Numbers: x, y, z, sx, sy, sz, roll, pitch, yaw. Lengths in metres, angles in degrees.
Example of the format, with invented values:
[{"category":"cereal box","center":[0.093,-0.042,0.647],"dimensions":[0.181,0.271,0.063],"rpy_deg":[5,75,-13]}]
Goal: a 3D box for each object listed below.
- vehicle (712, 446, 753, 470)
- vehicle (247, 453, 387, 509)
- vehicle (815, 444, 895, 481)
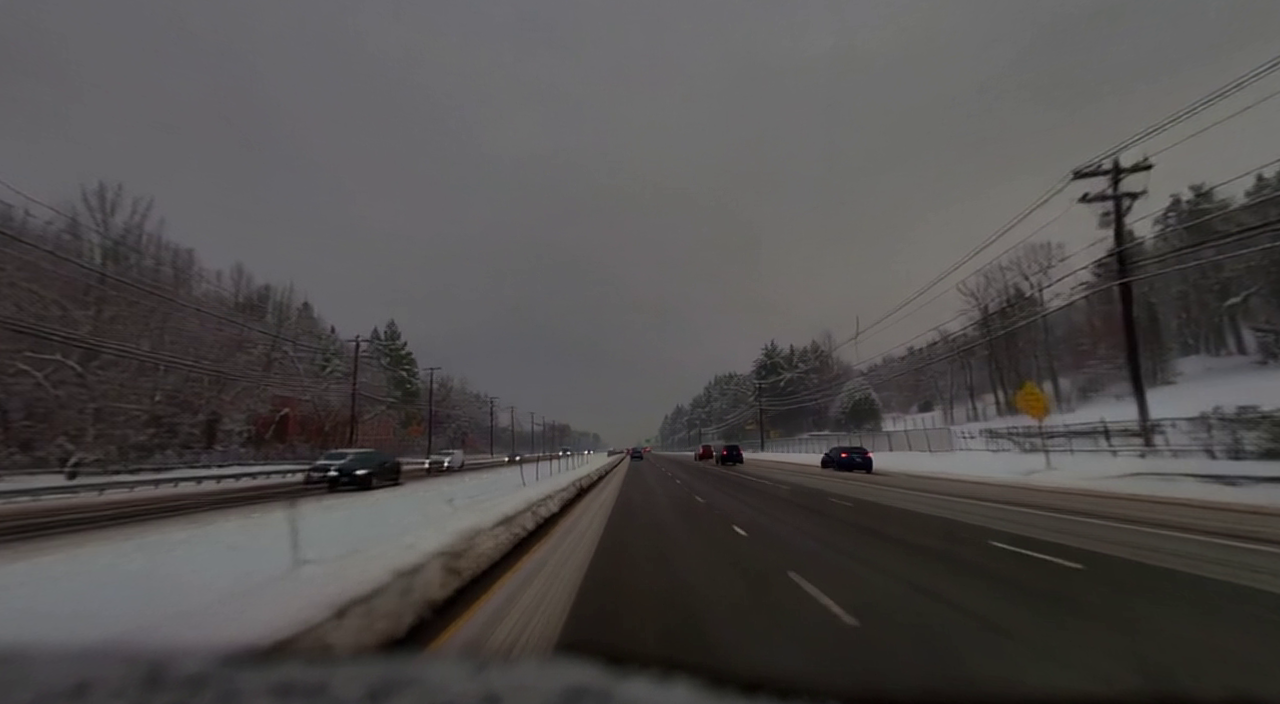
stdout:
[{"category":"vehicle","center":[6.437,7.386,44.252],"dimensions":[2.069,1.520,4.614],"rpy_deg":[0,-9,-1]},{"category":"vehicle","center":[-9.971,3.970,19.987],"dimensions":[1.989,1.498,4.593],"rpy_deg":[0,-9,0]},{"category":"vehicle","center":[9.654,4.978,28.785],"dimensions":[1.969,1.506,4.422],"rpy_deg":[0,-9,-1]}]
